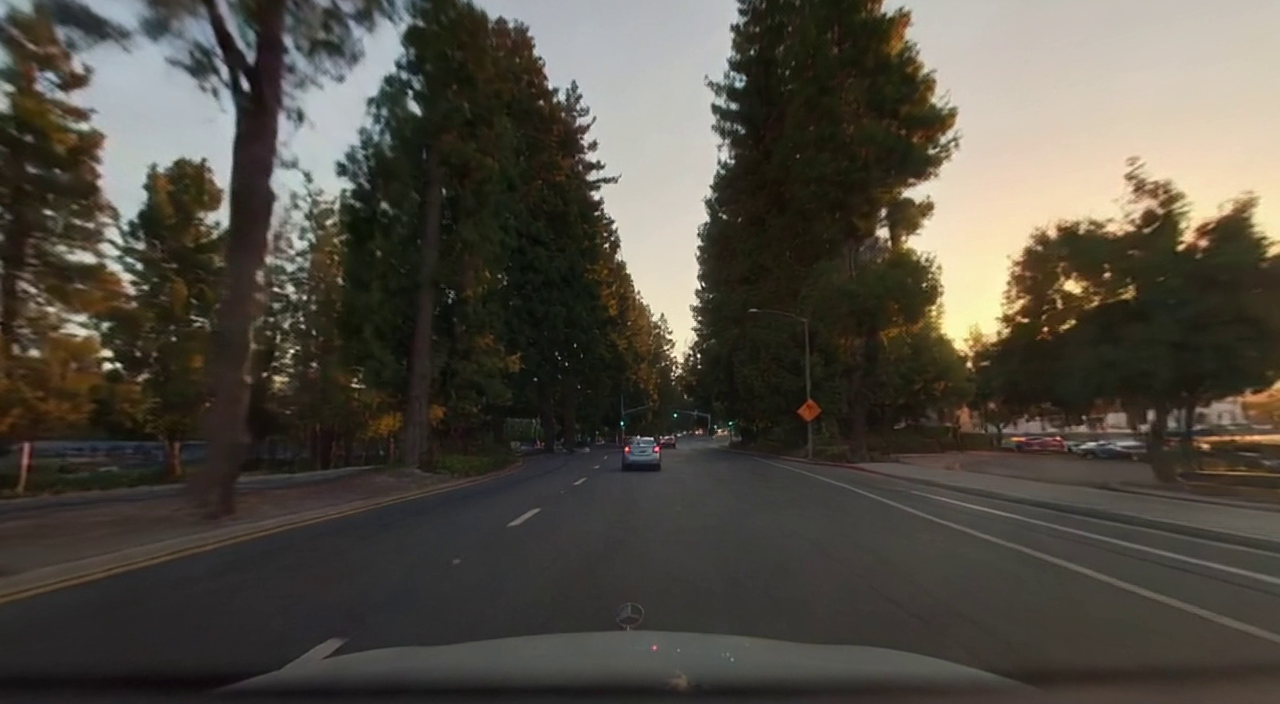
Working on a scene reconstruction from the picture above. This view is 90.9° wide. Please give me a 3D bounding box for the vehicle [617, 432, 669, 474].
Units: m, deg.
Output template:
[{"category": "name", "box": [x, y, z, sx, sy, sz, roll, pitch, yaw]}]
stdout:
[{"category": "vehicle", "box": [0.064, 4.422, 27.771, 2.135, 1.691, 3.884, 0, -9, -2]}]
